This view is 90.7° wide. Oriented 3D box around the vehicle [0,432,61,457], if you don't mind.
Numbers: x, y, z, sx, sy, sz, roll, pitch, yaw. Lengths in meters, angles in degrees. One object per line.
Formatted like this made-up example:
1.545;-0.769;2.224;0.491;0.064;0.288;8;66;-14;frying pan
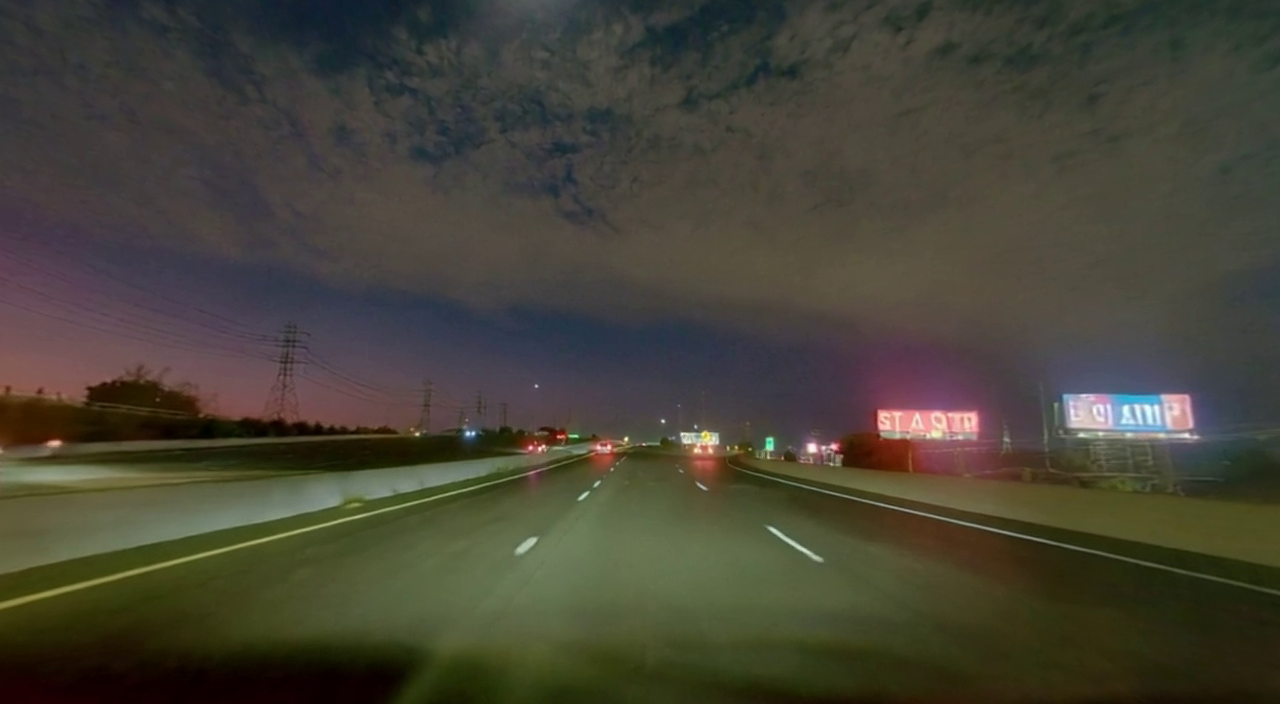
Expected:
-39.489;5.839;39.840;1.820;1.472;4.489;0;-9;0;vehicle
